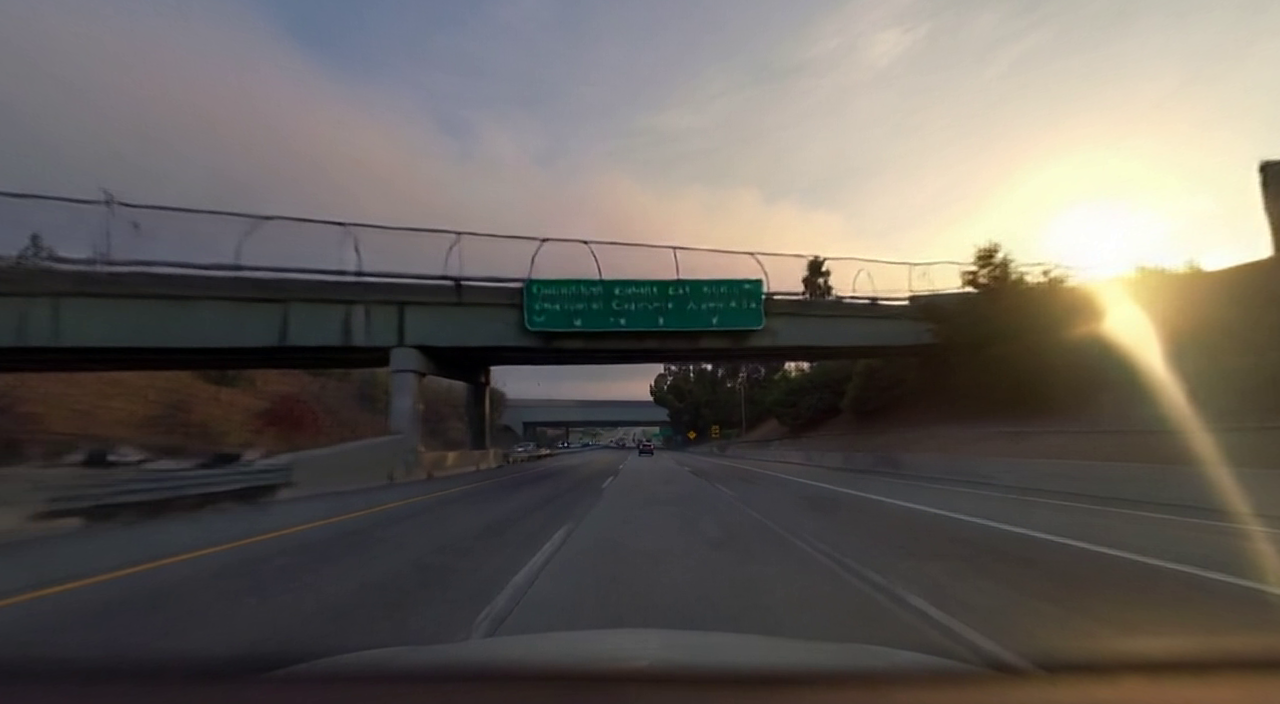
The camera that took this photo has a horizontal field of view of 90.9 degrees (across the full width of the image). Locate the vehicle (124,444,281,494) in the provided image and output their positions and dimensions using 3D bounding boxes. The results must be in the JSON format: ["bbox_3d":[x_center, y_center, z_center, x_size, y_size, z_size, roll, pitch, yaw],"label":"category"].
[{"bbox_3d":[-14.463,3.844,21.287,1.879,1.475,4.702,0,-8,1],"label":"vehicle"}]

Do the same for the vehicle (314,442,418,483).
[{"bbox_3d":[-10.838,4.375,25.360,1.998,1.484,4.695,0,-8,1],"label":"vehicle"}]
